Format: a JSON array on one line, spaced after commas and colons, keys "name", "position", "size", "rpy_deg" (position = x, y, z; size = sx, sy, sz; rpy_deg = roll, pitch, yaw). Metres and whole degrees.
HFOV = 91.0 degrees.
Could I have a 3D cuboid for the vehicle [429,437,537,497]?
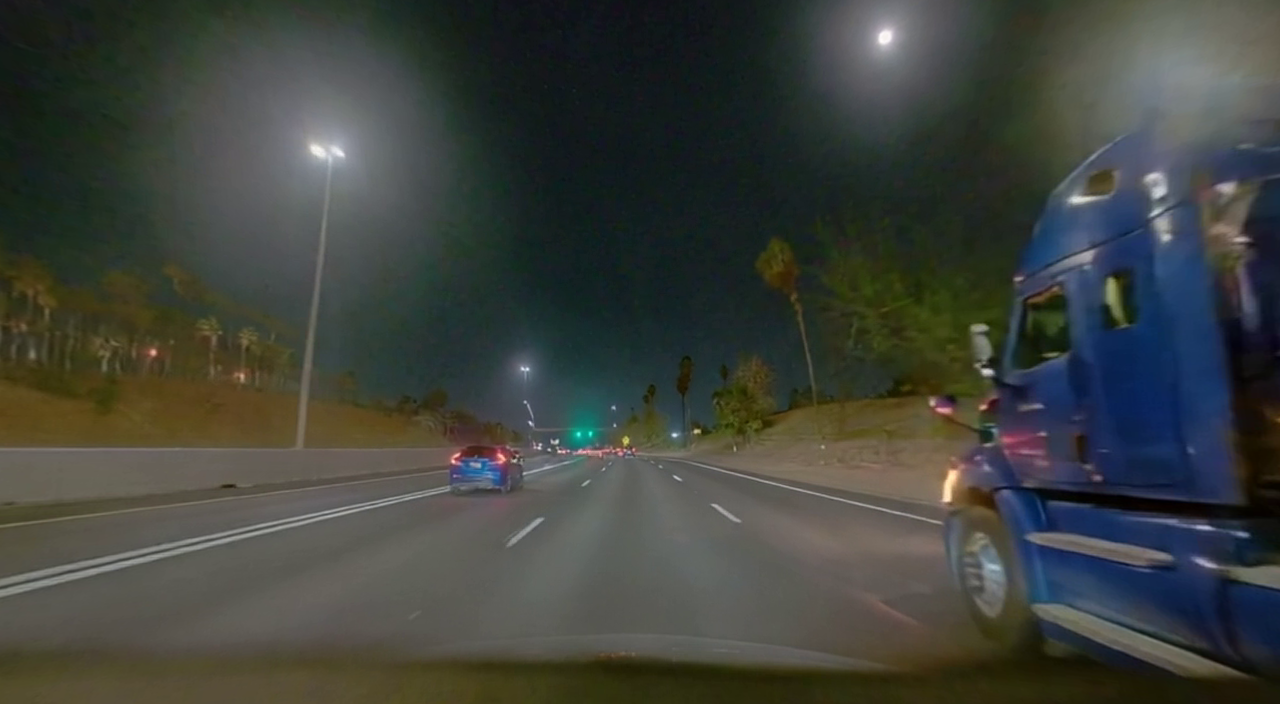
[{"name": "vehicle", "position": [-4.421, 3.305, 18.444], "size": [2.120, 1.537, 4.139], "rpy_deg": [0, -8, -1]}]
